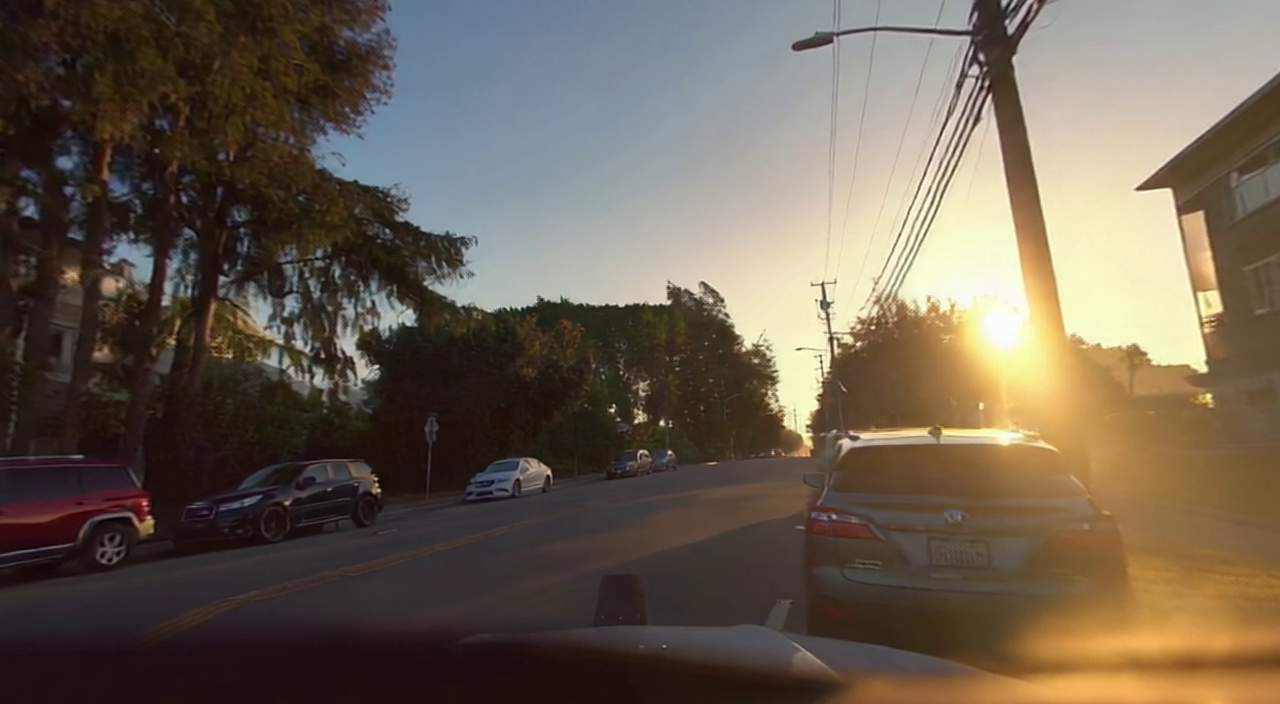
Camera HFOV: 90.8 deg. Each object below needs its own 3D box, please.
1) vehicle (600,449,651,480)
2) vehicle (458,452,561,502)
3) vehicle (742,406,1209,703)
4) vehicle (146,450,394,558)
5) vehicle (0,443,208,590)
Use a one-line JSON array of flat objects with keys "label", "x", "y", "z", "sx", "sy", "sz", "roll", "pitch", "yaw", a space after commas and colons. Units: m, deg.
[{"label": "vehicle", "x": -0.841, "y": 7.038, "z": 39.893, "sx": 2.011, "sy": 1.801, "sz": 4.676, "roll": -2, "pitch": -9, "yaw": 15}, {"label": "vehicle", "x": -5.056, "y": 4.969, "z": 25.150, "sx": 2.017, "sy": 1.582, "sz": 4.664, "roll": -9, "pitch": -13, "yaw": 14}, {"label": "vehicle", "x": 2.187, "y": 1.384, "z": 5.387, "sx": 2.030, "sy": 1.535, "sz": 4.683, "roll": -2, "pitch": -9, "yaw": 16}, {"label": "vehicle", "x": -7.693, "y": 3.171, "z": 13.805, "sx": 2.068, "sy": 1.745, "sz": 4.579, "roll": -9, "pitch": -11, "yaw": 11}, {"label": "vehicle", "x": -9.053, "y": 2.327, "z": 8.729, "sx": 1.973, "sy": 1.848, "sz": 5.100, "roll": -10, "pitch": -11, "yaw": 12}]
